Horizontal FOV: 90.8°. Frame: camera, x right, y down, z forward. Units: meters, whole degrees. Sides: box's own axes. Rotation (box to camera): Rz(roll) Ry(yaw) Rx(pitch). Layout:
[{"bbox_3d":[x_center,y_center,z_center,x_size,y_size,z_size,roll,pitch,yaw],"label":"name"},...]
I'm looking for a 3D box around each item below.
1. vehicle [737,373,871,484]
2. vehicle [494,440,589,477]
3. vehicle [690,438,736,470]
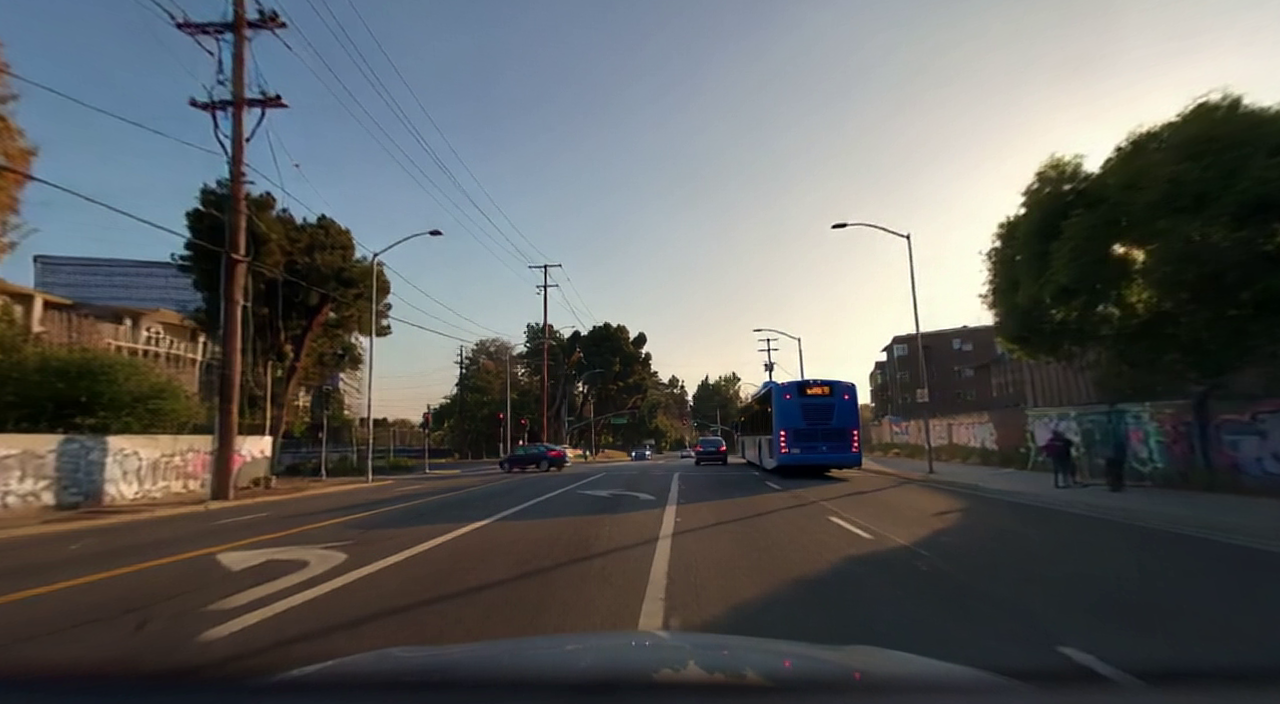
[{"bbox_3d":[6.125,3.311,26.217,3.045,3.447,12.604,-1,-8,4],"label":"vehicle"},{"bbox_3d":[-4.561,4.806,28.820,4.420,1.544,2.018,-8,-12,44],"label":"vehicle"},{"bbox_3d":[3.547,5.021,31.423,1.961,1.470,4.196,-1,-8,3],"label":"vehicle"}]
